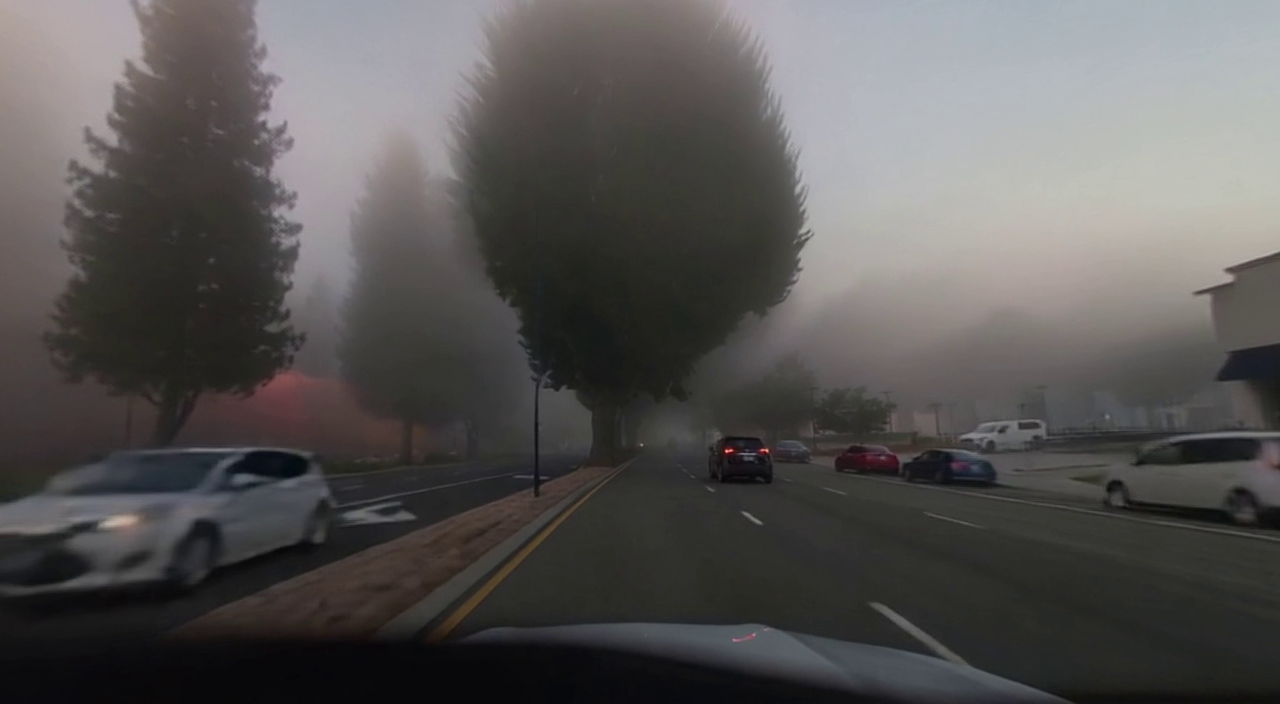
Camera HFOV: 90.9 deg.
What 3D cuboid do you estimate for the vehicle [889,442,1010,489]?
[{"bbox_3d":[10.842,3.994,22.540,1.893,1.467,4.760,0,-9,0],"label":"vehicle"}]

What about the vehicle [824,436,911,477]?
[{"bbox_3d":[10.799,4.995,30.359,2.247,1.799,5.025,0,-9,-1],"label":"vehicle"}]

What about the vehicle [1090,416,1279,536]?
[{"bbox_3d":[10.502,2.049,10.721,1.989,1.768,4.977,0,-9,0],"label":"vehicle"}]

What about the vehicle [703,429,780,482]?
[{"bbox_3d":[3.825,4.009,24.579,2.183,1.845,4.482,0,-9,-1],"label":"vehicle"}]

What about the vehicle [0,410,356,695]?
[{"bbox_3d":[-4.439,1.368,5.437,2.031,1.478,4.434,0,-9,-2],"label":"vehicle"}]

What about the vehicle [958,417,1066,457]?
[{"bbox_3d":[19.767,4.622,33.905,2.175,1.965,5.909,0,-9,0],"label":"vehicle"}]

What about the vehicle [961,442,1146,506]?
[{"bbox_3d":[10.632,3.131,16.711,1.853,1.458,4.480,0,-9,0],"label":"vehicle"}]
